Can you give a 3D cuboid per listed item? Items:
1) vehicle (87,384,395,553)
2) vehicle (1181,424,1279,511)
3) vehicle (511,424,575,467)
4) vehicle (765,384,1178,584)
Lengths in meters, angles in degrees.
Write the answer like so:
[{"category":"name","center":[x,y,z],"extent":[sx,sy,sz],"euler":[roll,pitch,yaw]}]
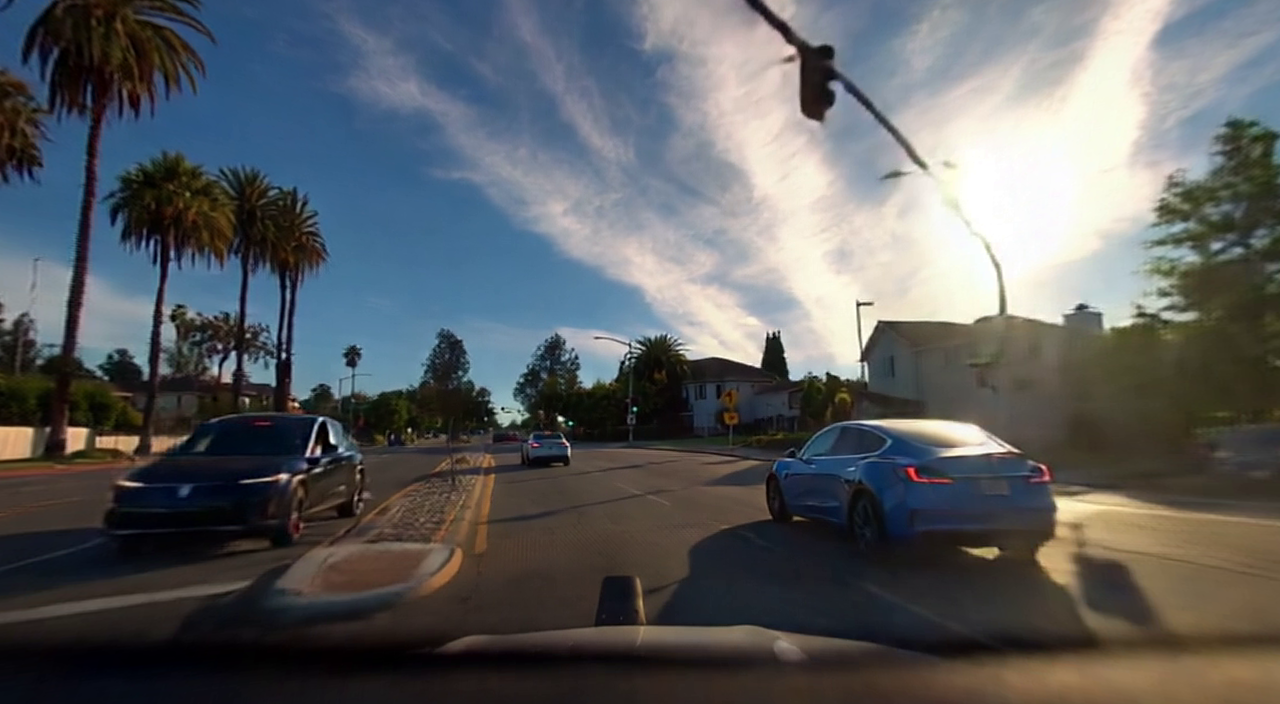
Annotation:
[{"category":"vehicle","center":[-5.579,1.714,9.969],"extent":[2.283,1.878,5.384],"euler":[2,-9,-12]},{"category":"vehicle","center":[14.667,2.570,14.748],"extent":[5.224,1.688,2.290],"euler":[5,-11,-42]},{"category":"vehicle","center":[-4.390,4.118,27.938],"extent":[2.341,1.709,4.466],"euler":[2,-9,-14]},{"category":"vehicle","center":[3.645,1.588,8.491],"extent":[2.205,1.803,5.135],"euler":[1,-8,-9]}]
